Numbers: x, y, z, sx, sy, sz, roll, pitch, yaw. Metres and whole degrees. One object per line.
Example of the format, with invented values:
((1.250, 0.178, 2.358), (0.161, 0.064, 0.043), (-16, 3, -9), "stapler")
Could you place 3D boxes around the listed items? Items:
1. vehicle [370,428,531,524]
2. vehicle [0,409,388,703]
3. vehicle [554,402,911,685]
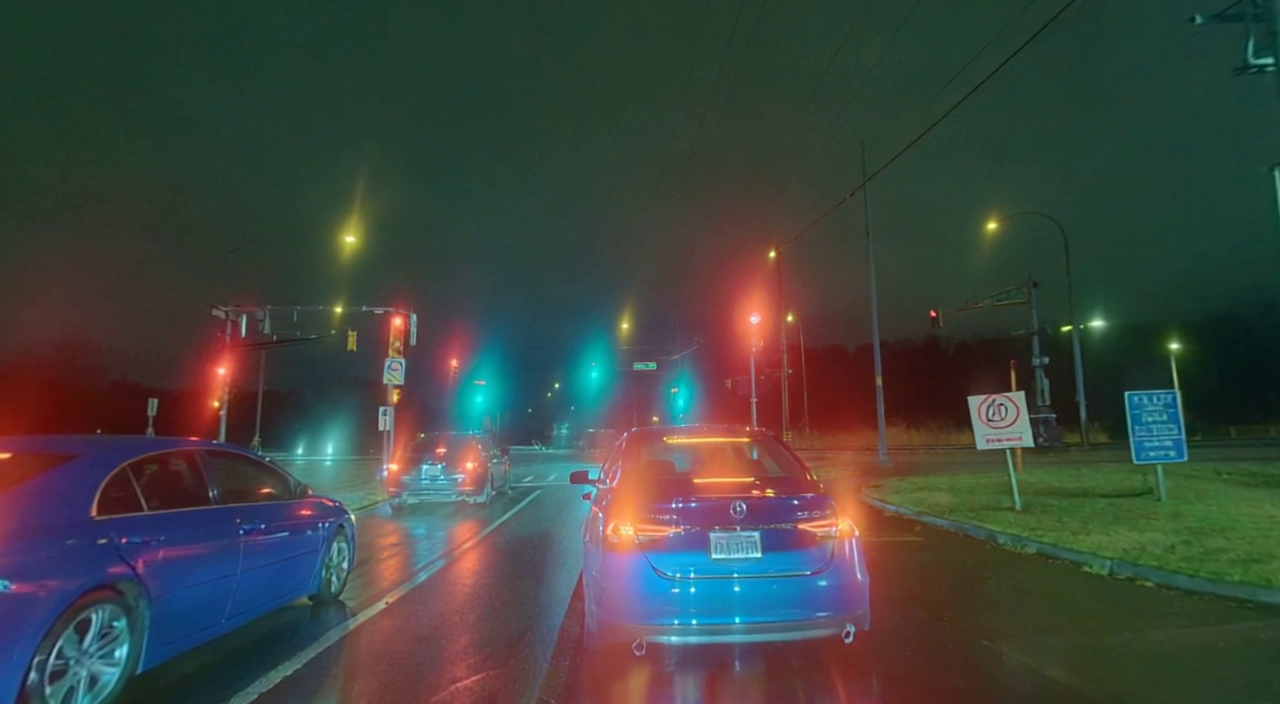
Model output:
((-3.360, 2.271, 12.101), (1.984, 1.505, 3.982), (0, -9, -2), "vehicle")
((-3.710, 1.253, 4.476), (1.956, 1.468, 4.585), (0, -9, 0), "vehicle")
((0.397, 1.351, 5.555), (1.998, 1.529, 3.960), (1, -9, -4), "vehicle")
